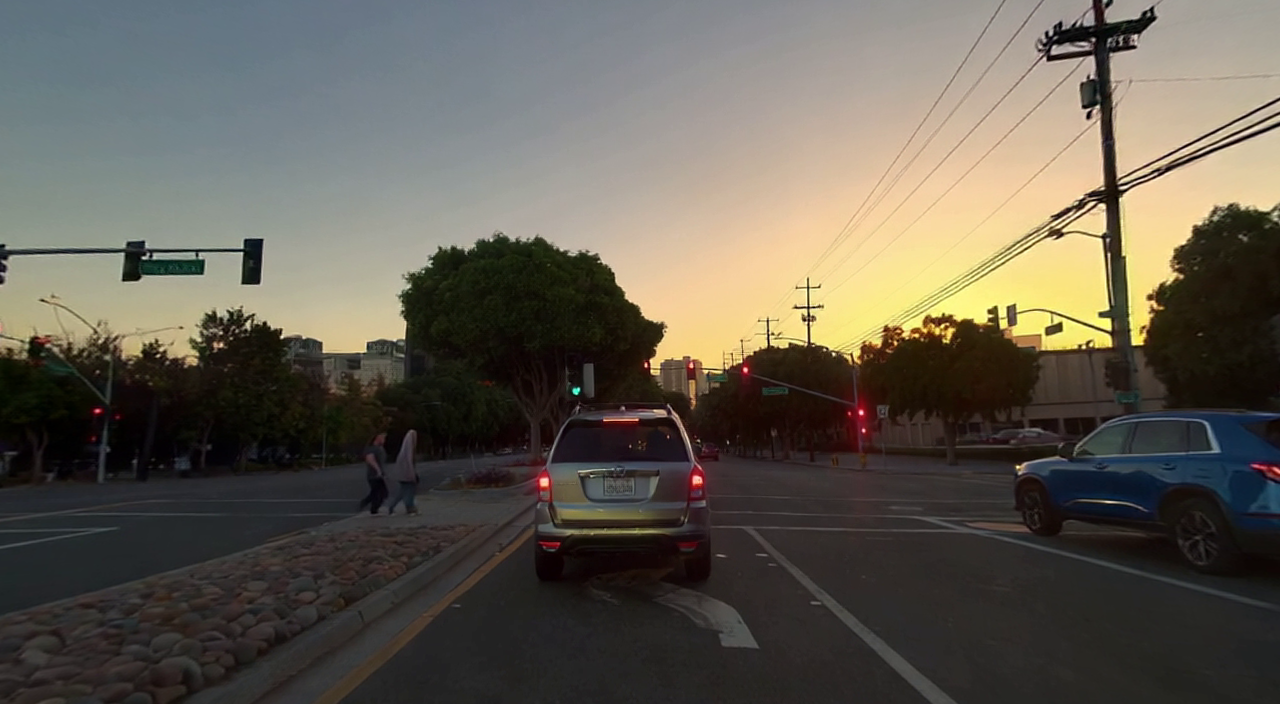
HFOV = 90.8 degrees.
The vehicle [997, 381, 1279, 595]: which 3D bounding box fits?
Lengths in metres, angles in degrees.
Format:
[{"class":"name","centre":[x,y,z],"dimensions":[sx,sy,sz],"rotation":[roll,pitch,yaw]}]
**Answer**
[{"class":"vehicle","centre":[6.576,1.439,7.235],"dimensions":[2.119,1.827,4.806],"rotation":[0,-9,0]}]

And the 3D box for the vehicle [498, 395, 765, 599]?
[{"class":"vehicle","centre":[-0.107,1.565,7.636],"dimensions":[2.285,1.729,4.252],"rotation":[0,-9,-1]}]
